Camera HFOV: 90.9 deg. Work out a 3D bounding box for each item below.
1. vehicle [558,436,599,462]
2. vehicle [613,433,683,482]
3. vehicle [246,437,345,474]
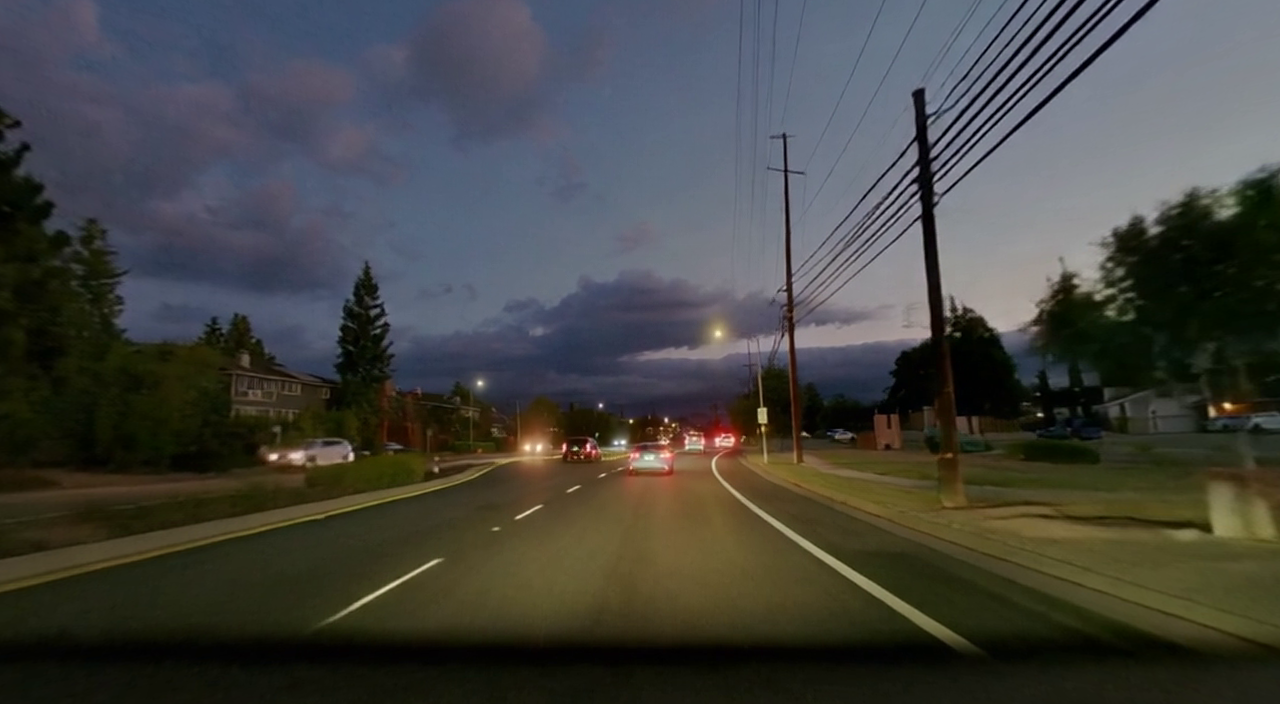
[{"bbox_3d":[-3.777,6.047,39.234,1.983,1.485,4.159,-1,-9,2],"label":"vehicle"},{"bbox_3d":[0.368,3.552,21.439,2.117,1.474,4.036,-1,-9,4],"label":"vehicle"},{"bbox_3d":[-17.527,5.300,32.382,2.081,1.739,4.704,-1,-9,6],"label":"vehicle"}]
